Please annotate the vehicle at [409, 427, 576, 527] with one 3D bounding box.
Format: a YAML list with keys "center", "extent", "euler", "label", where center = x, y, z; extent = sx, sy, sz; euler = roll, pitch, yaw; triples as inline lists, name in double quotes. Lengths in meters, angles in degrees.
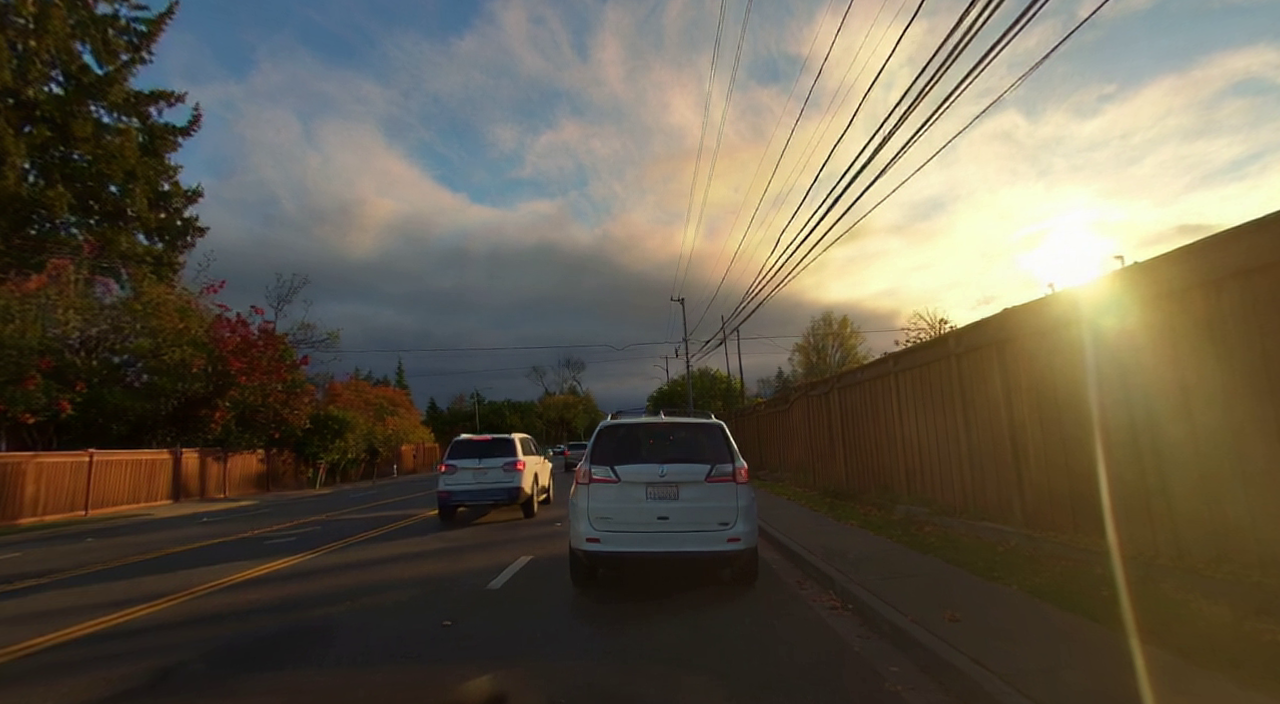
- center: [-2.696, 2.439, 12.905]
  extent: [2.176, 1.653, 4.666]
  euler: [0, -9, 2]
  label: "vehicle"

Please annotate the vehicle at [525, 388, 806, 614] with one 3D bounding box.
- center: [0.195, 1.464, 7.039]
  extent: [2.174, 1.749, 4.113]
  euler: [0, -9, 0]
  label: "vehicle"
